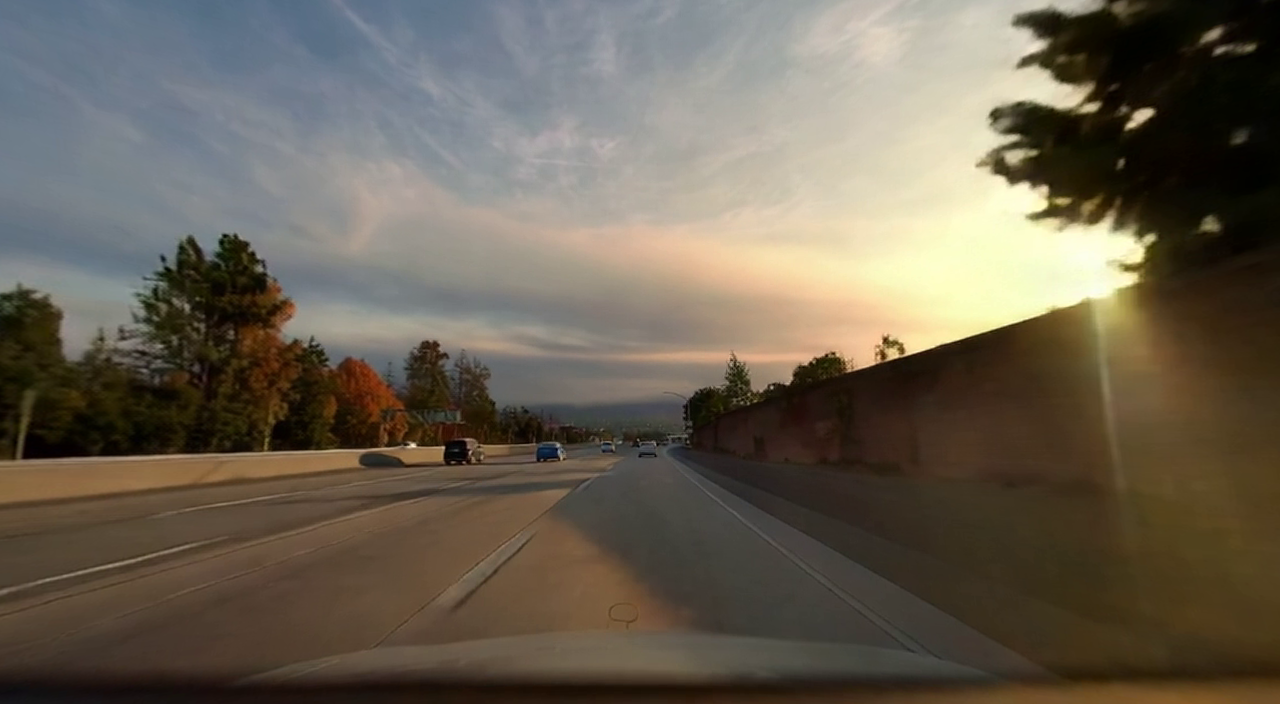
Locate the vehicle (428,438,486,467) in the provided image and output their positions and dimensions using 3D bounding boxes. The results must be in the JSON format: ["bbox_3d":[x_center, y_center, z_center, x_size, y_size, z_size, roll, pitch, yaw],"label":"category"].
[{"bbox_3d":[-10.939,6.016,38.024,2.025,1.618,4.683,0,-8,1],"label":"vehicle"}]
